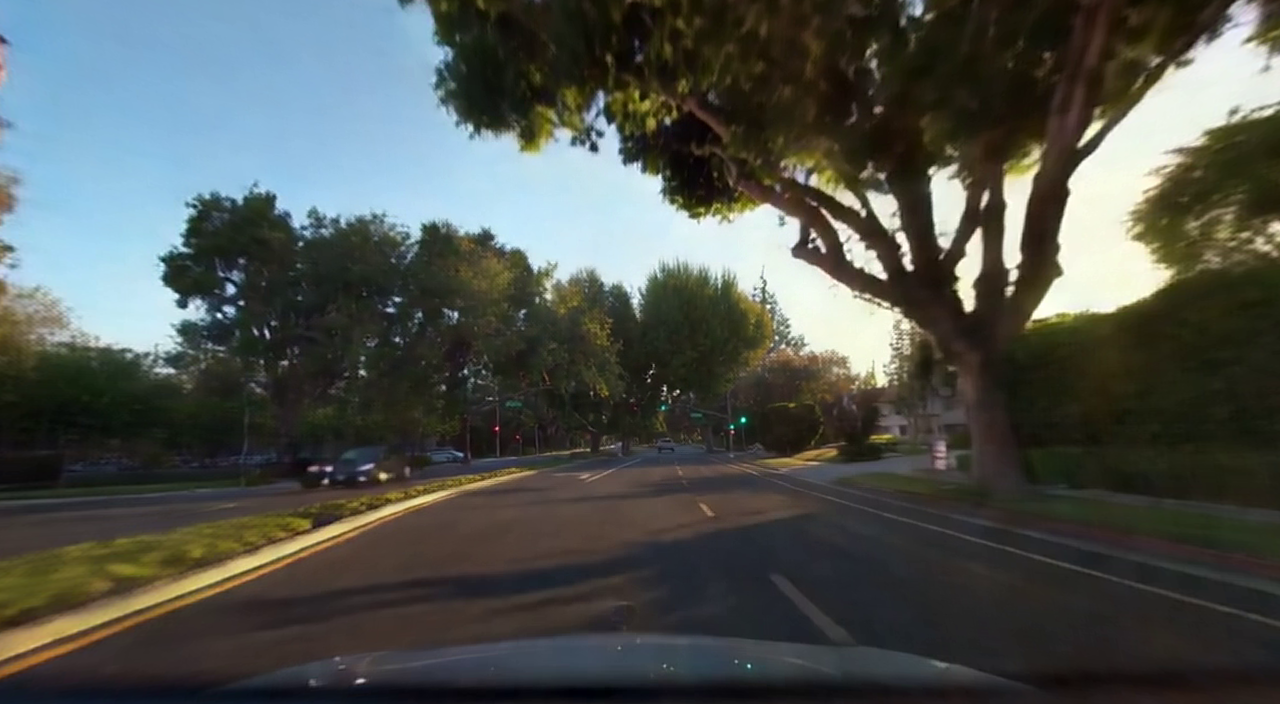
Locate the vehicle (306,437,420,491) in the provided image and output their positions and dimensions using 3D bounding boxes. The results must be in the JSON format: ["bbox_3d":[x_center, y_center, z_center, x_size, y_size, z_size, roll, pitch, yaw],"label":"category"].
[{"bbox_3d":[-11.220,4.564,26.142,2.174,1.855,5.452,-3,-9,1],"label":"vehicle"}]
